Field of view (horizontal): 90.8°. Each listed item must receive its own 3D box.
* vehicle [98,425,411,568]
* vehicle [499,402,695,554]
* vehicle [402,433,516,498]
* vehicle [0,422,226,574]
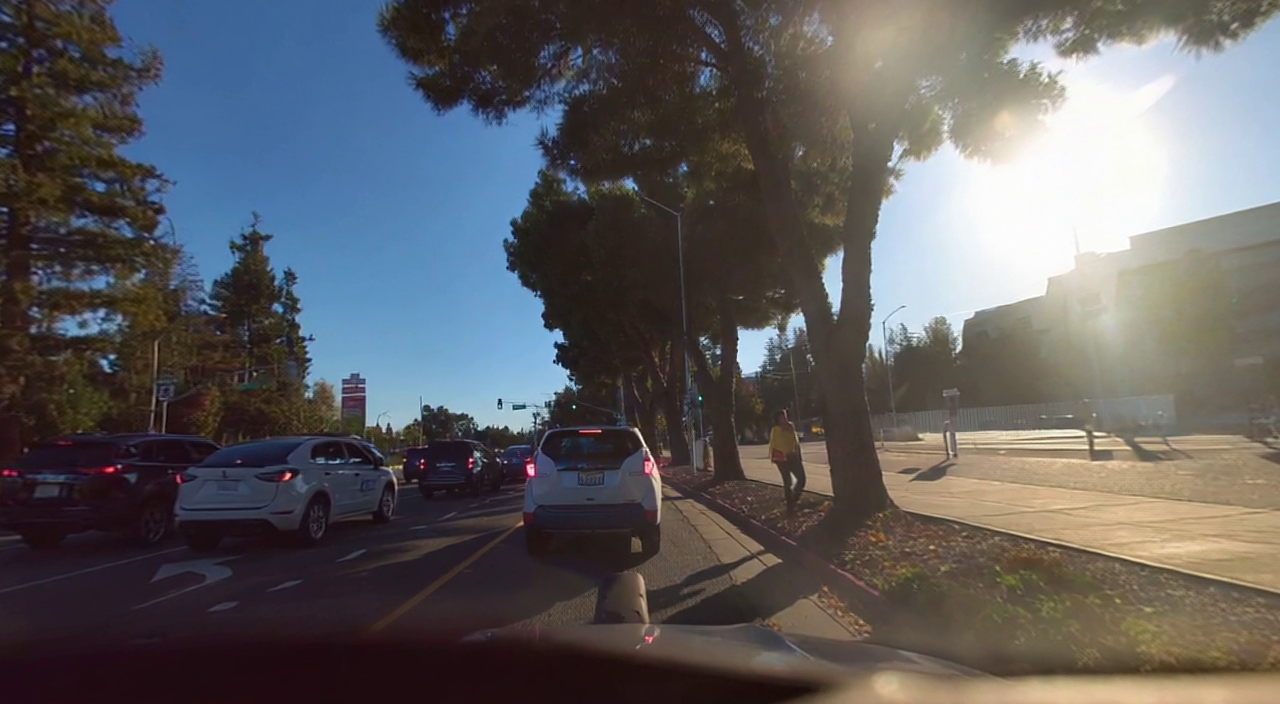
[{"bbox_3d":[-5.405,2.061,9.802,2.010,1.674,4.484,0,-9,0],"label":"vehicle"},{"bbox_3d":[-0.579,1.845,9.866,2.368,1.829,4.293,0,-9,-2],"label":"vehicle"},{"bbox_3d":[-5.463,3.490,19.807,2.188,1.774,4.477,0,-9,0],"label":"vehicle"},{"bbox_3d":[-8.802,2.048,9.459,2.013,1.826,4.592,0,-9,1],"label":"vehicle"}]
